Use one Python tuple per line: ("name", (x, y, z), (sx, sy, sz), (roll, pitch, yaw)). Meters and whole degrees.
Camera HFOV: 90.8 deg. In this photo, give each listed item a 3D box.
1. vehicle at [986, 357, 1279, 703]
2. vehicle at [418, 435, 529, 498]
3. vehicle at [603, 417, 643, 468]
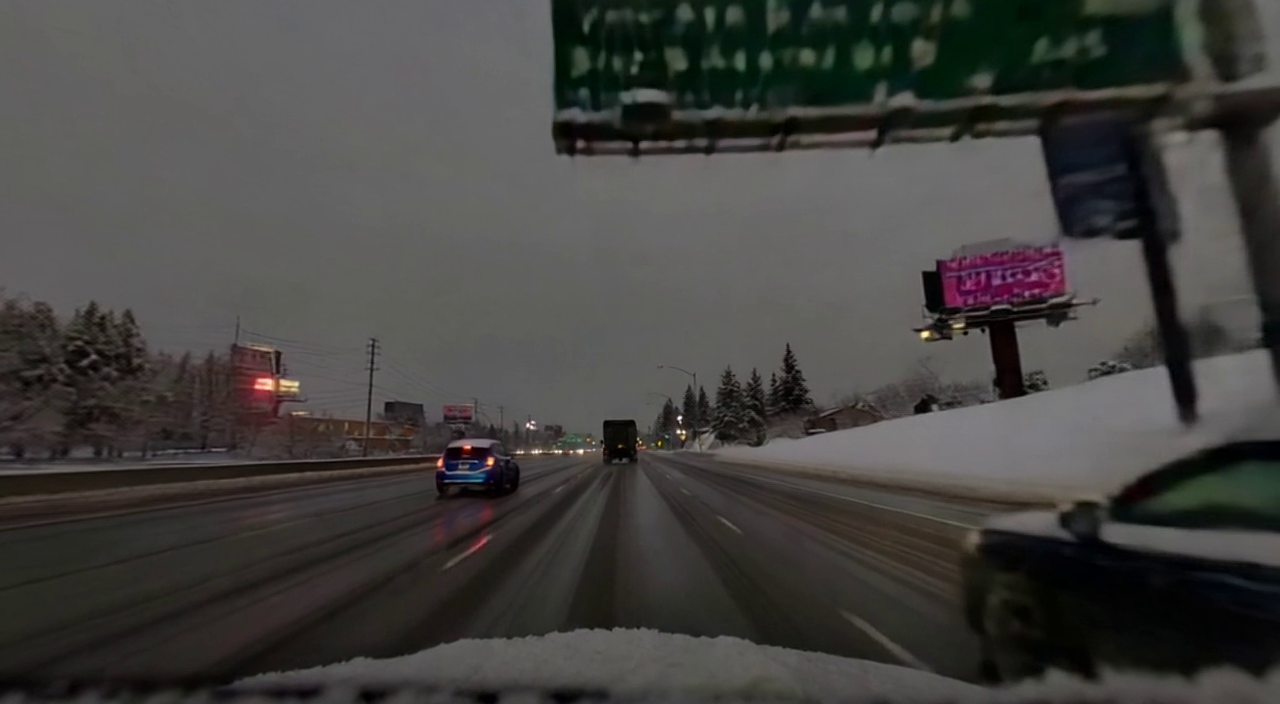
("vehicle", (3.056, 0.700, 1.118), (2.175, 1.598, 4.584), (0, -8, -2))
("vehicle", (-4.716, 3.323, 18.749), (2.021, 1.598, 4.887), (0, -8, -1))
("vehicle", (-1.112, 5.777, 40.230), (2.364, 2.953, 6.495), (0, -8, -2))
